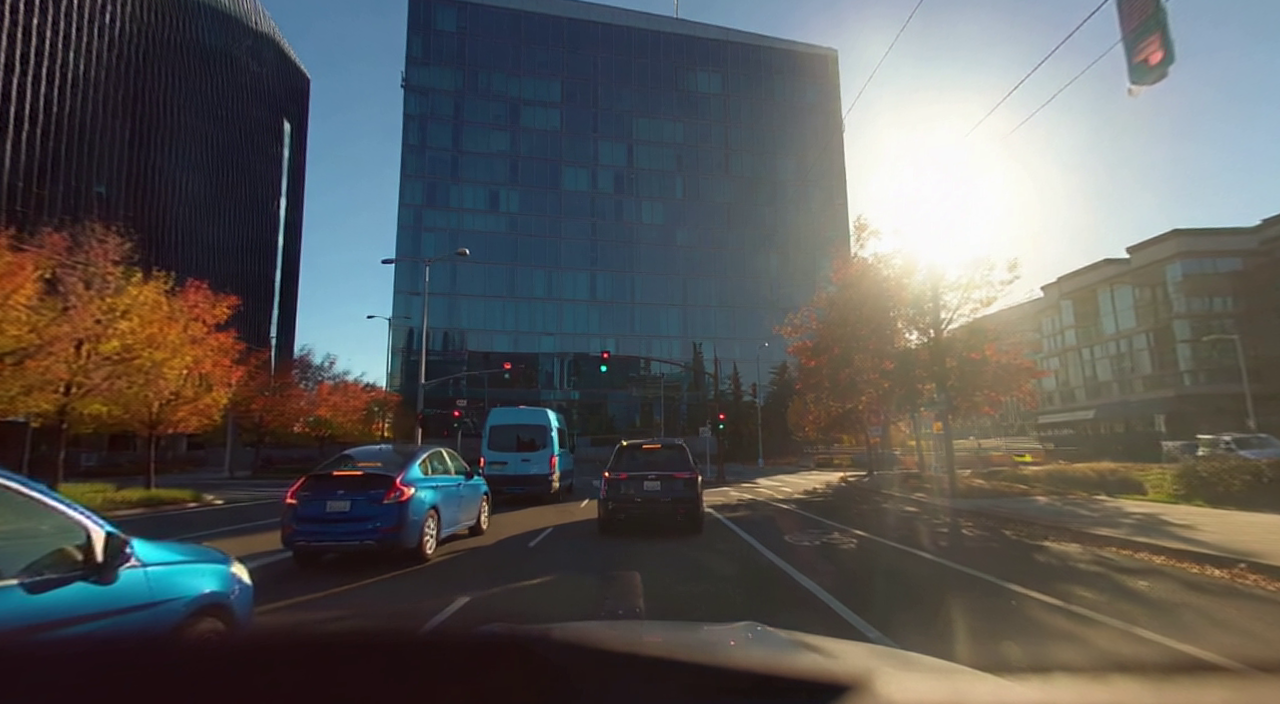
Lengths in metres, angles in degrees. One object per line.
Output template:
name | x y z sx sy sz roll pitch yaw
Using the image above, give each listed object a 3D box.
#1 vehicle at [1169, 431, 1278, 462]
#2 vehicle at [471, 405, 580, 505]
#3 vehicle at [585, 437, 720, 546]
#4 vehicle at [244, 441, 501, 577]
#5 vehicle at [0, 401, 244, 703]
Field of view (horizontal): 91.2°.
vehicle | 28.604 4.681 30.895 1.631 1.416 3.914 -1 -9 1
vehicle | -3.312 3.186 19.613 2.343 2.635 5.684 0 -9 0
vehicle | 0.163 2.336 11.058 1.979 1.562 3.630 0 -9 0
vehicle | -3.506 2.116 9.271 1.955 1.499 4.223 0 -9 0
vehicle | -2.903 0.783 1.103 1.893 1.491 3.798 0 -9 0
